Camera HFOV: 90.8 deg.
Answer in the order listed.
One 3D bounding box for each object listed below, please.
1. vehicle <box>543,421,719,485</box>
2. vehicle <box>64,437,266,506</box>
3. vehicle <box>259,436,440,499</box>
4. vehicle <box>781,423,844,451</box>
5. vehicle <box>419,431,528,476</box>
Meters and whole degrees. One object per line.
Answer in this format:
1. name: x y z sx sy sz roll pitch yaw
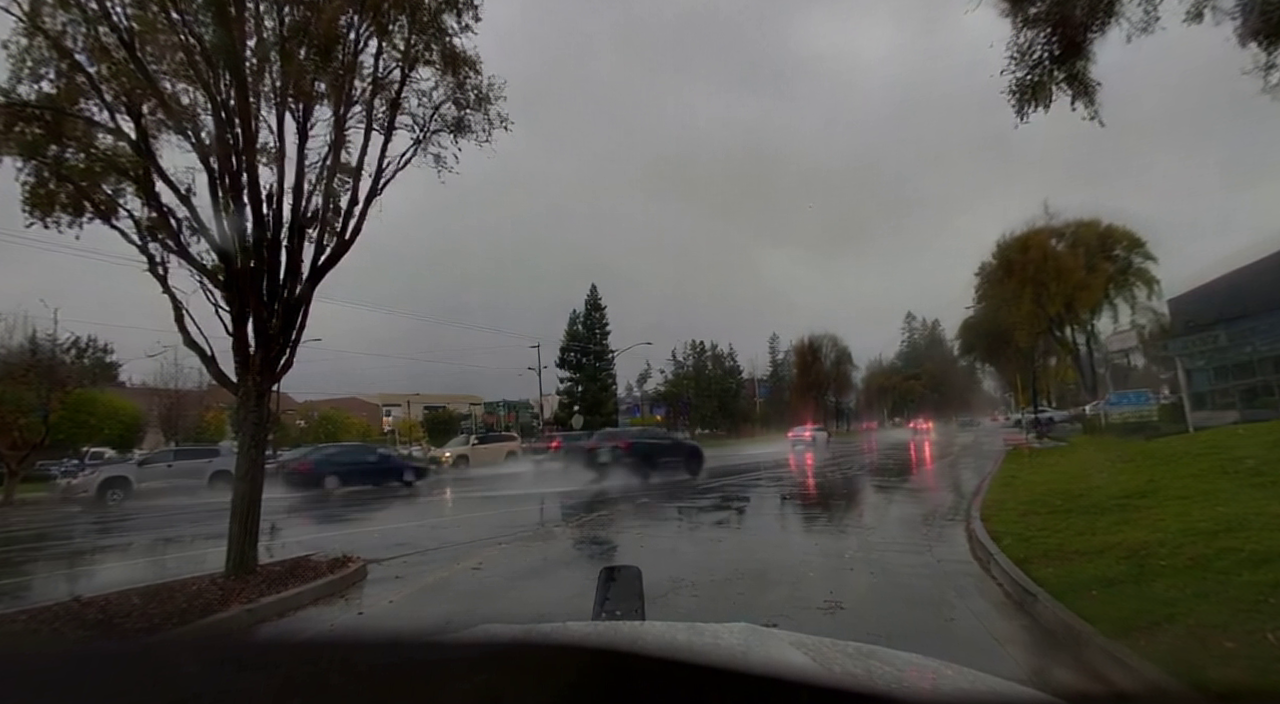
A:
1. vehicle: -0.130 2.945 18.456 2.201 1.574 5.060 -11 -13 42
2. vehicle: -15.754 3.909 21.269 2.294 2.000 4.788 -7 -10 33
3. vehicle: -9.643 3.822 21.317 2.313 1.688 5.015 -12 -12 39
4. vehicle: 10.919 5.336 39.690 2.040 1.625 5.119 -5 -10 36
5. vehicle: -8.239 5.002 31.723 2.134 1.924 4.911 -7 -8 41
